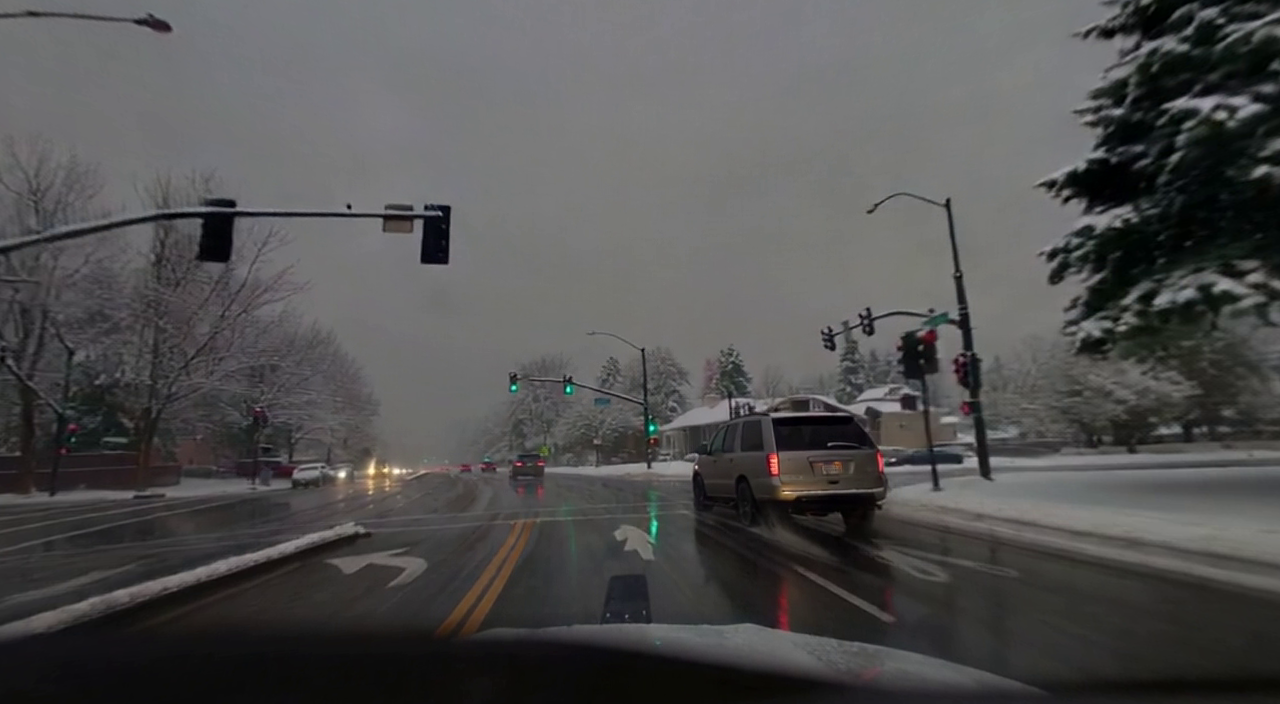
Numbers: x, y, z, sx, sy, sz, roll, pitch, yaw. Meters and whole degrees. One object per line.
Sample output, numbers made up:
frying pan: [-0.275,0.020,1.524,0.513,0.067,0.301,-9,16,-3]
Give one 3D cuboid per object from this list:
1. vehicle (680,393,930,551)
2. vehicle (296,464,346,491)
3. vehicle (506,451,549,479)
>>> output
vehicle: [2.414,2.022,11.294,2.338,2.063,5.592,1,-9,-7]
vehicle: [-21.535,8.487,42.768,1.955,1.509,4.640,-1,-9,-13]
vehicle: [-7.431,7.361,41.305,2.138,1.729,4.178,3,-9,-18]
